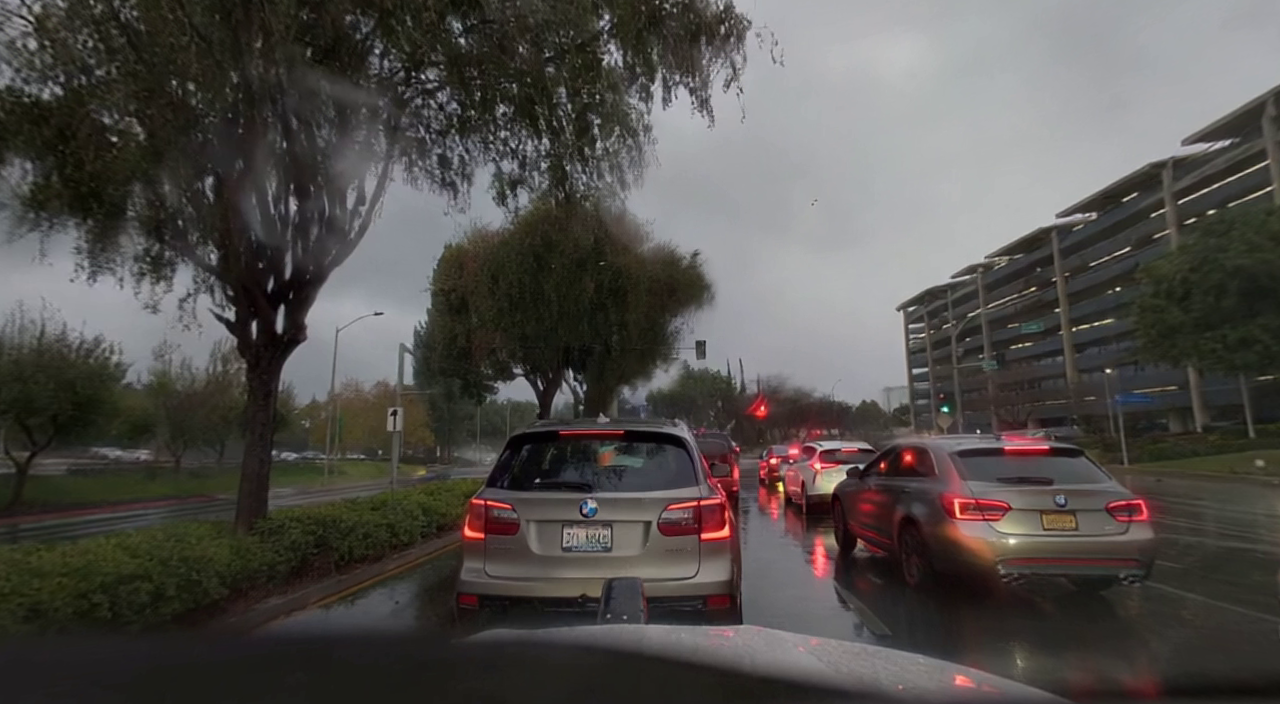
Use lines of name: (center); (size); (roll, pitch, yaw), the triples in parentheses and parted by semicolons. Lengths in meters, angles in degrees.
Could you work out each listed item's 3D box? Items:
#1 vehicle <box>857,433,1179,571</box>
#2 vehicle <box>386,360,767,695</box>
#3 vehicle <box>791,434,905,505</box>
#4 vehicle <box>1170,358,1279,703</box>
vehicle: (4.893, 1.971, 9.174); (1.963, 1.480, 4.553); (0, -8, 2)
vehicle: (-0.213, 1.235, 5.565); (2.021, 1.742, 4.295); (-1, -8, 4)
vehicle: (5.323, 3.035, 16.726); (1.994, 1.638, 4.100); (-1, -9, 6)
vehicle: (4.064, 0.604, 1.115); (1.993, 1.719, 4.953); (0, -8, 1)
